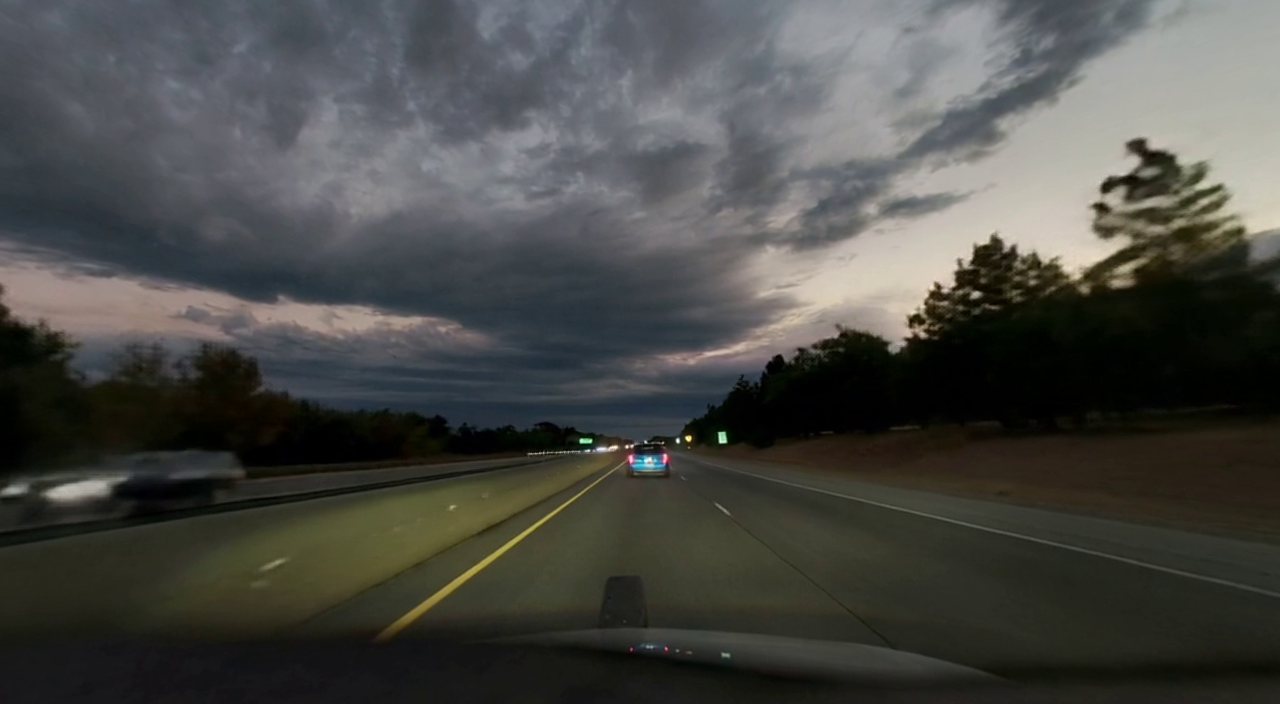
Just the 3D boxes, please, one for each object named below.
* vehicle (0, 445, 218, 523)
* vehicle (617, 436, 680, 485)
[{"bbox_3d":[-12.280,2.880,14.352,2.009,1.446,4.694,0,-9,1],"label":"vehicle"},{"bbox_3d":[0.309,4.117,24.118,2.190,1.706,4.062,0,-9,0],"label":"vehicle"}]
